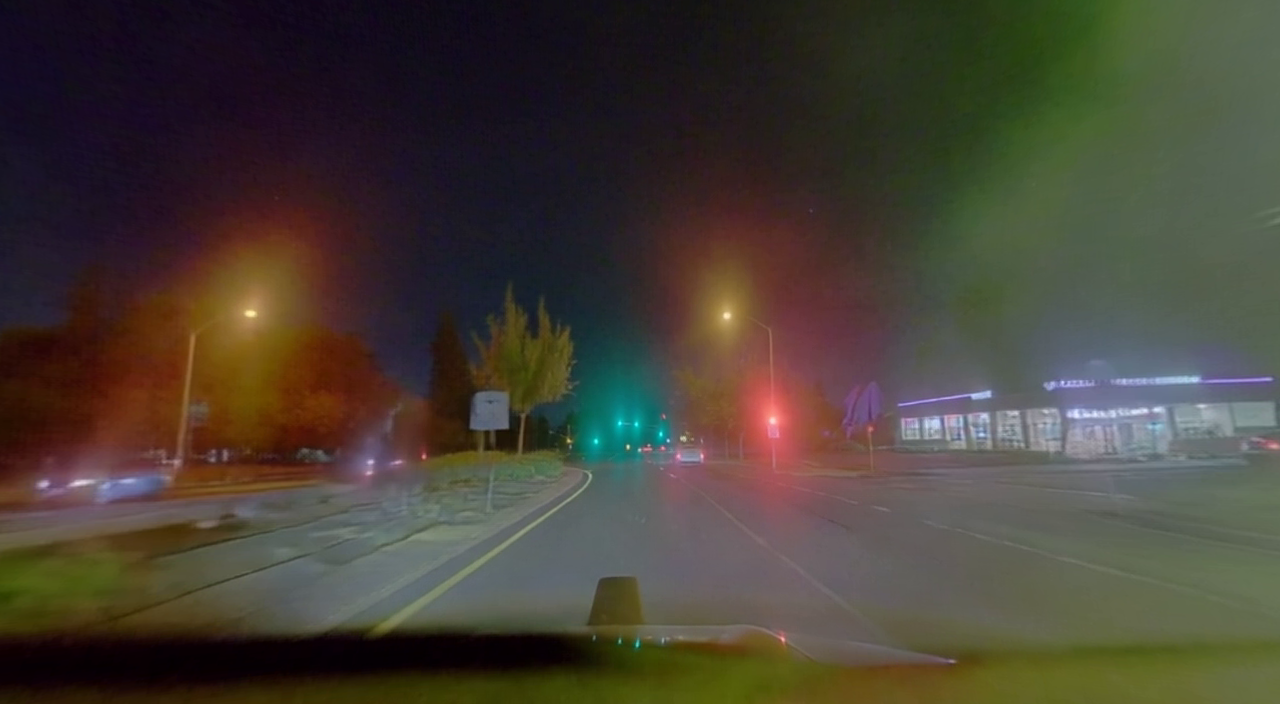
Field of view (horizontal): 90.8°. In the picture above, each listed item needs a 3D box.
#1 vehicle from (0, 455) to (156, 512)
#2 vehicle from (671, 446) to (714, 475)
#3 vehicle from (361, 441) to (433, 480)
[{"bbox_3d":[-18.323,4.157,20.440,1.827,1.546,4.506,0,-8,-2],"label":"vehicle"},{"bbox_3d":[2.980,6.240,36.710,1.961,1.580,4.020,0,-8,-3],"label":"vehicle"},{"bbox_3d":[-11.769,5.248,30.921,1.953,1.761,4.702,1,-9,-5],"label":"vehicle"}]
